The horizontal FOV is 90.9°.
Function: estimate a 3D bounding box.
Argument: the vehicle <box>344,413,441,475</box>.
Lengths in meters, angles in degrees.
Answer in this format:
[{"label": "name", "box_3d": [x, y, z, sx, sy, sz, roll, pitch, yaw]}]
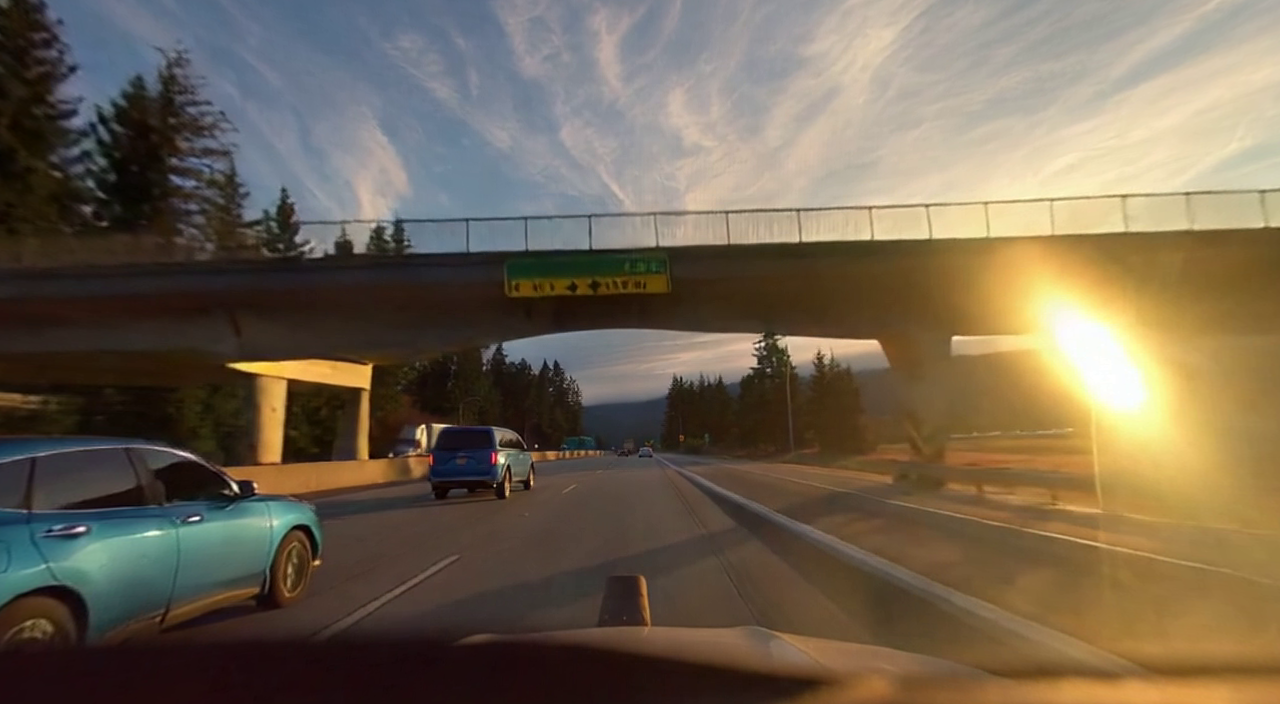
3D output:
[{"label": "vehicle", "box_3d": [-17.737, 6.753, 46.261, 2.967, 3.942, 10.400, 0, -8, 0]}]

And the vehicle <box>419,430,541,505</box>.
[{"label": "vehicle", "box_3d": [-4.171, 3.084, 17.341, 2.084, 1.752, 4.479, -1, -8, 1]}]
